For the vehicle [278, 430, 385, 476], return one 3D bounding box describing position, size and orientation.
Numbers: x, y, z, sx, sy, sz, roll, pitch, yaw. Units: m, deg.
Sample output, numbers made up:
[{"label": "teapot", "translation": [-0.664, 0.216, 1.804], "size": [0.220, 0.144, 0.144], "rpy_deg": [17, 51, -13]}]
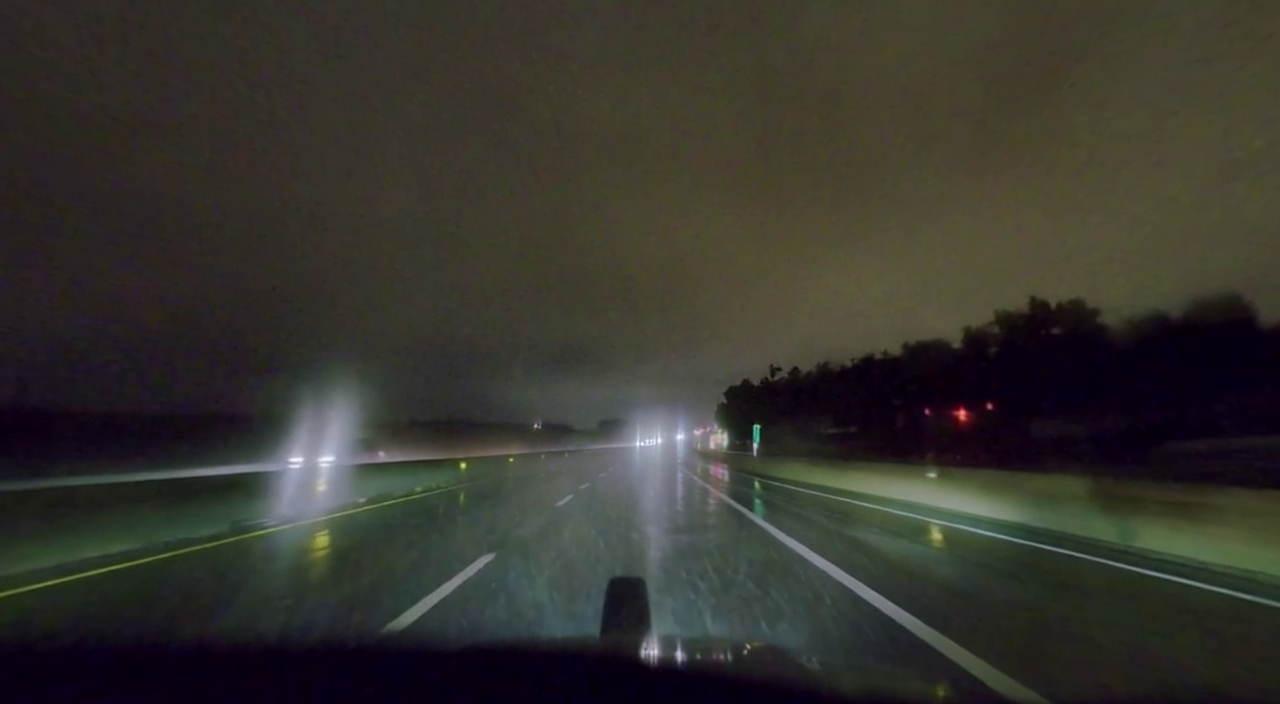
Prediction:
[{"label": "vehicle", "translation": [-14.042, 4.629, 29.110], "size": [2.003, 1.930, 5.528], "rpy_deg": [0, -8, 2]}]
